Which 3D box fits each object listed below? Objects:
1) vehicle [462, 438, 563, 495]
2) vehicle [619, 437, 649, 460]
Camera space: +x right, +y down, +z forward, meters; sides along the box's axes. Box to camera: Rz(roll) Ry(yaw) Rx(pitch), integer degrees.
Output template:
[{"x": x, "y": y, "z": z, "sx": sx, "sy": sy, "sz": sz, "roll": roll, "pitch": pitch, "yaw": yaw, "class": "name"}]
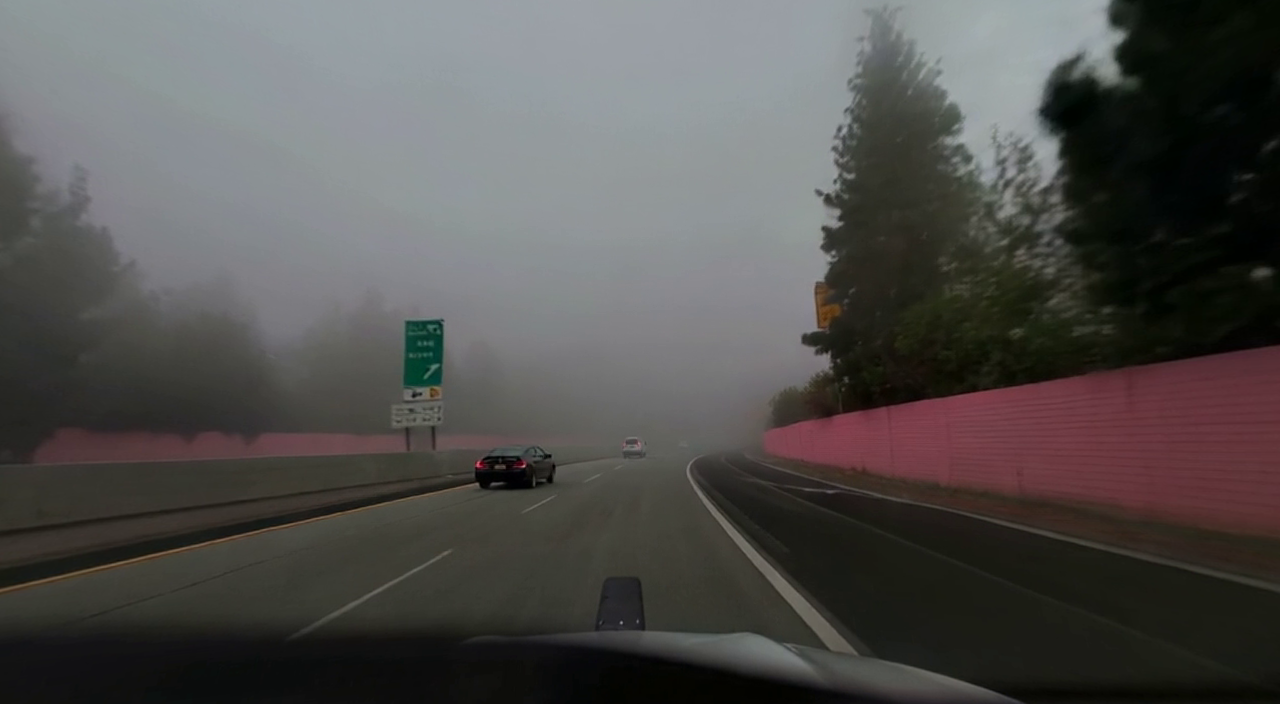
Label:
[{"x": -3.490, "y": 3.209, "z": 18.089, "sx": 1.746, "sy": 1.405, "sz": 4.339, "roll": 0, "pitch": -9, "yaw": 3, "class": "vehicle"}, {"x": -0.443, "y": 7.575, "z": 49.733, "sx": 1.833, "sy": 1.697, "sz": 3.984, "roll": -1, "pitch": -9, "yaw": 7, "class": "vehicle"}]
